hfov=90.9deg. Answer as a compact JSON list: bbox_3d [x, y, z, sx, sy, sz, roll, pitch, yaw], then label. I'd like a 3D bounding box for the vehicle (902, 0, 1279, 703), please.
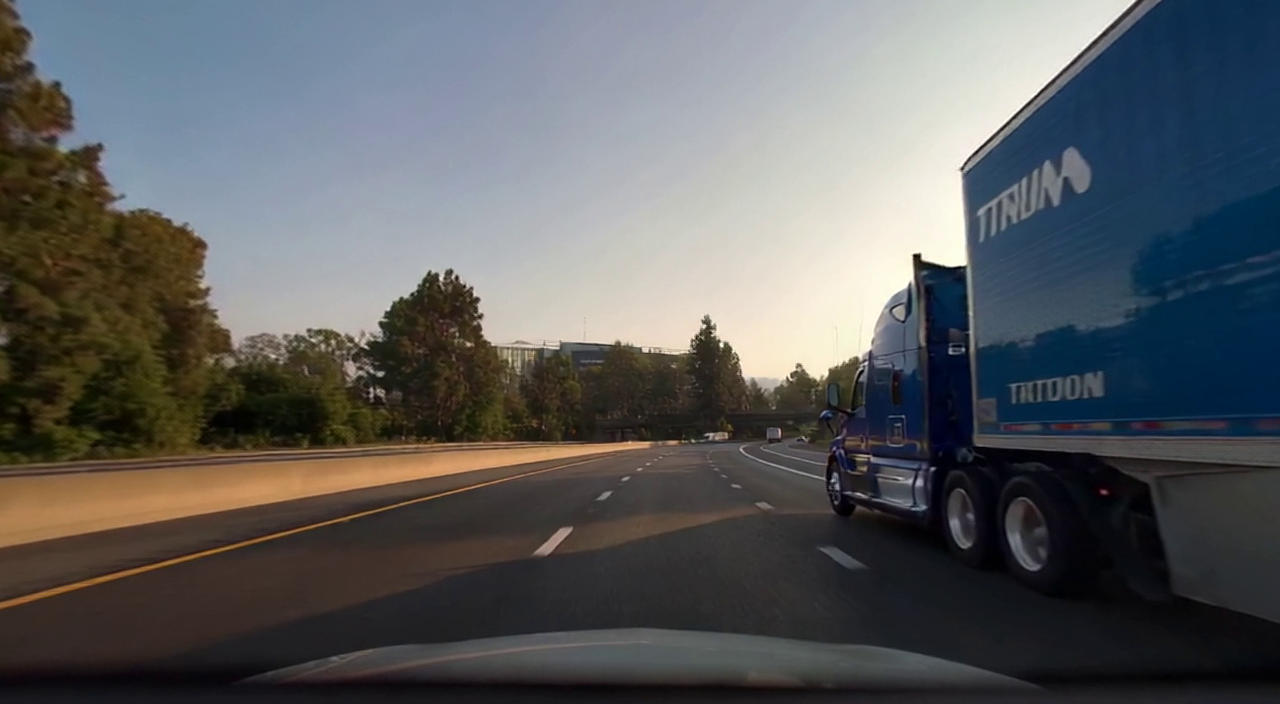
[{"bbox_3d":[4.666,-0.474,1.225,2.792,4.056,13.259,0,-8,1],"label":"vehicle"}]
